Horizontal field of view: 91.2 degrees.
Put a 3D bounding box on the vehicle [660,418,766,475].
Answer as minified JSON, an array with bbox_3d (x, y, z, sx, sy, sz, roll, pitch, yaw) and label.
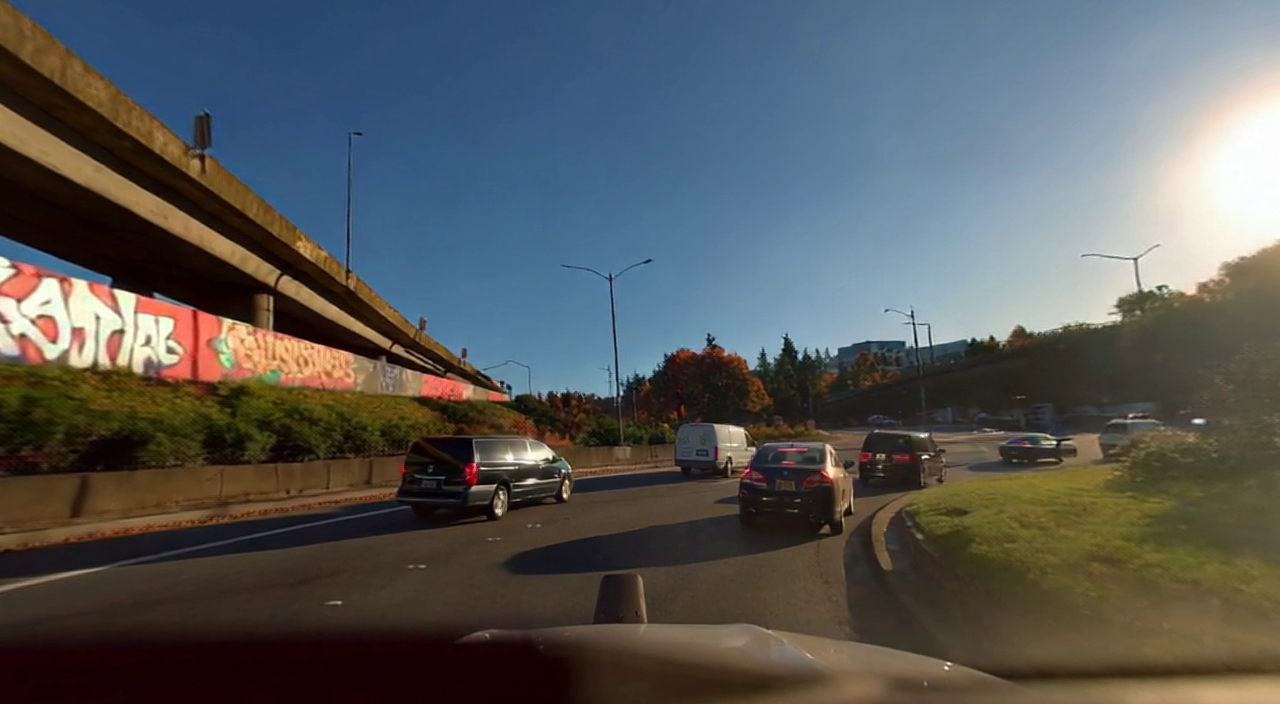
[{"bbox_3d":[2.656,3.358,22.243,1.835,1.825,4.005,-8,-11,39],"label":"vehicle"}]

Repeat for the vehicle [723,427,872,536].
[{"bbox_3d":[2.900,2.147,10.921,2.064,1.515,3.722,-4,-9,20],"label":"vehicle"}]

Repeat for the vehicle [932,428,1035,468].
[{"bbox_3d":[13.546,3.768,24.664,3.902,1.446,1.780,5,-11,-33],"label":"vehicle"}]

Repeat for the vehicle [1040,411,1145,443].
[{"bbox_3d":[24.109,4.036,33.447,4.309,1.613,1.909,1,-9,-10],"label":"vehicle"}]

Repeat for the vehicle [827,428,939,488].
[{"bbox_3d":[7.233,3.081,18.413,1.830,1.519,4.253,-7,-11,37],"label":"vehicle"}]

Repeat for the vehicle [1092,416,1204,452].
[{"bbox_3d":[22.523,3.677,27.805,3.934,1.485,1.763,3,-10,-15],"label":"vehicle"}]

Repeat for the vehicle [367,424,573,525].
[{"bbox_3d":[-2.959,2.259,12.015,1.921,1.554,4.081,-3,-9,16],"label":"vehicle"}]
